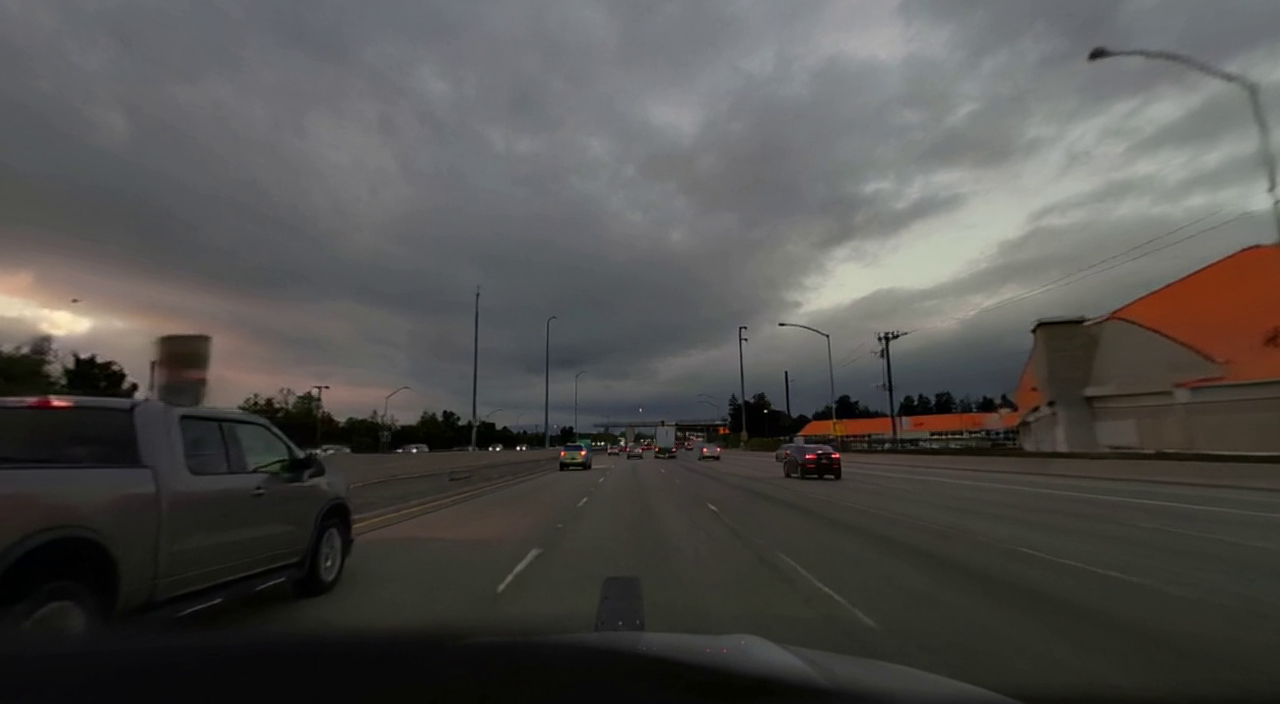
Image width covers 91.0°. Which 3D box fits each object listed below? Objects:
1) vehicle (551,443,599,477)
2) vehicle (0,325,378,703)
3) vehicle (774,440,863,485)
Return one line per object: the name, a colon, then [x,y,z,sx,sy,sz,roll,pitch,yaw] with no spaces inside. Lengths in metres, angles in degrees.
vehicle: [-3.045,5.191,30.449,1.929,1.521,4.097,0,-9,0]
vehicle: [-3.533,0.959,3.469,2.130,1.799,4.583,0,-9,1]
vehicle: [6.613,4.134,23.858,1.980,1.501,4.433,0,-9,-1]
